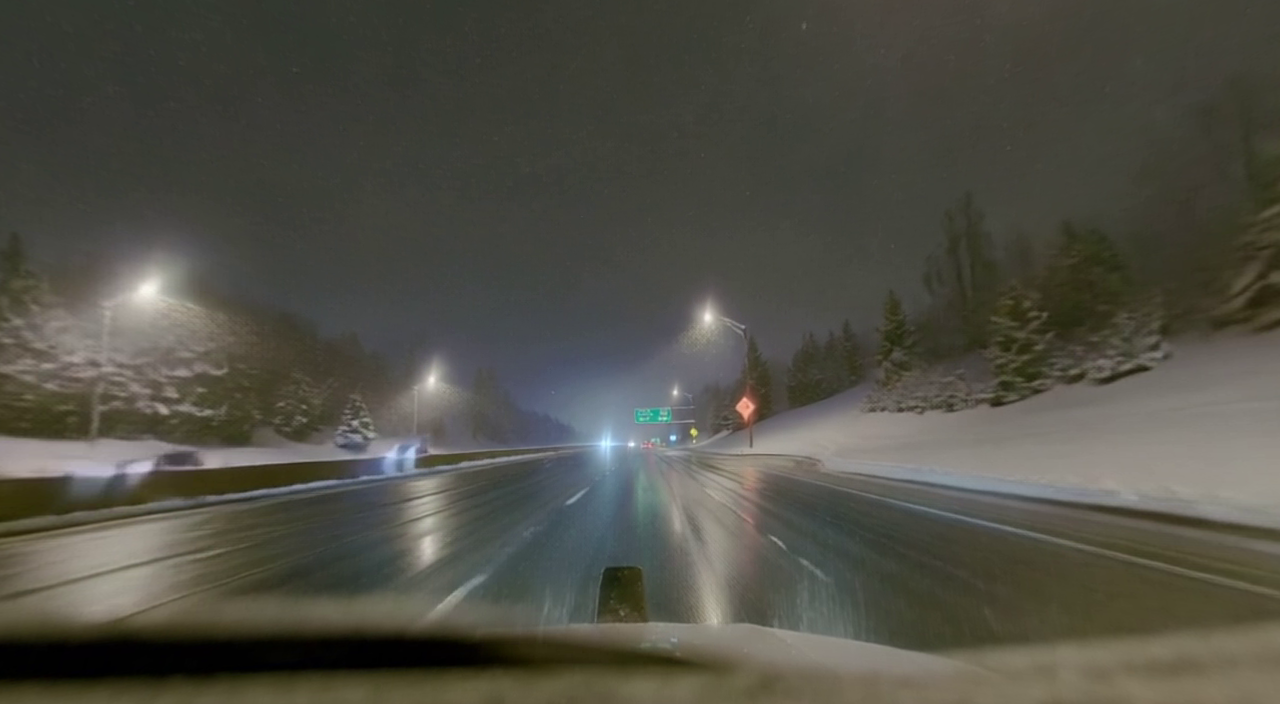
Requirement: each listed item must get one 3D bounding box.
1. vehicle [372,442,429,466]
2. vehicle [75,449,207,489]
[{"bbox_3d":[-17.515,7.473,46.337,2.004,1.600,5.305,-1,-8,1],"label":"vehicle"},{"bbox_3d":[-21.353,5.007,27.286,1.877,1.517,4.667,0,-8,0],"label":"vehicle"}]
